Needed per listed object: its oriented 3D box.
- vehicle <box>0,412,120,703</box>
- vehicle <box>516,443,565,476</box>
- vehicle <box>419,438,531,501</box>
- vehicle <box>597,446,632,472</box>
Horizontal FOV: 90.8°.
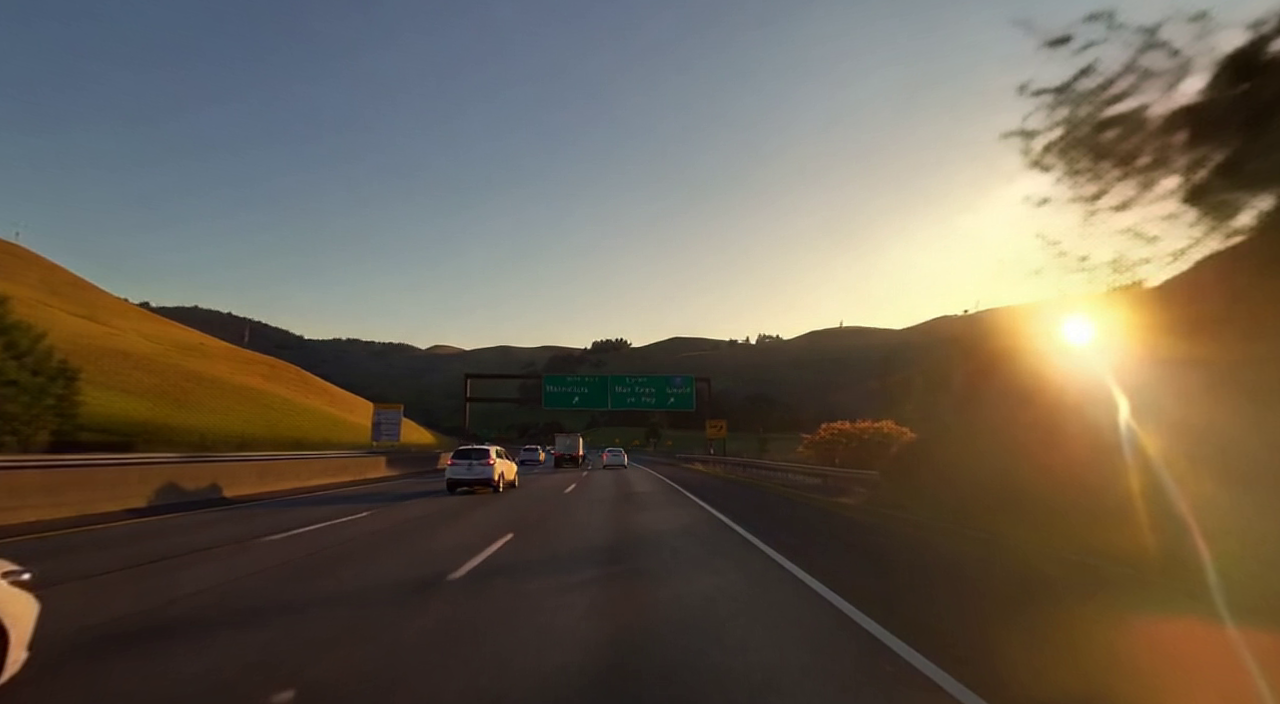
[{"bbox_3d":[-3.726,0.804,1.335,1.892,1.492,3.940,0,-9,-1],"label":"vehicle"},{"bbox_3d":[-5.293,5.750,34.022,2.118,1.624,4.032,0,-9,-2],"label":"vehicle"},{"bbox_3d":[-4.698,3.411,18.713,2.208,1.619,4.162,0,-9,0],"label":"vehicle"},{"bbox_3d":[-1.621,6.468,38.267,1.988,1.440,4.201,0,-9,-4],"label":"vehicle"}]
